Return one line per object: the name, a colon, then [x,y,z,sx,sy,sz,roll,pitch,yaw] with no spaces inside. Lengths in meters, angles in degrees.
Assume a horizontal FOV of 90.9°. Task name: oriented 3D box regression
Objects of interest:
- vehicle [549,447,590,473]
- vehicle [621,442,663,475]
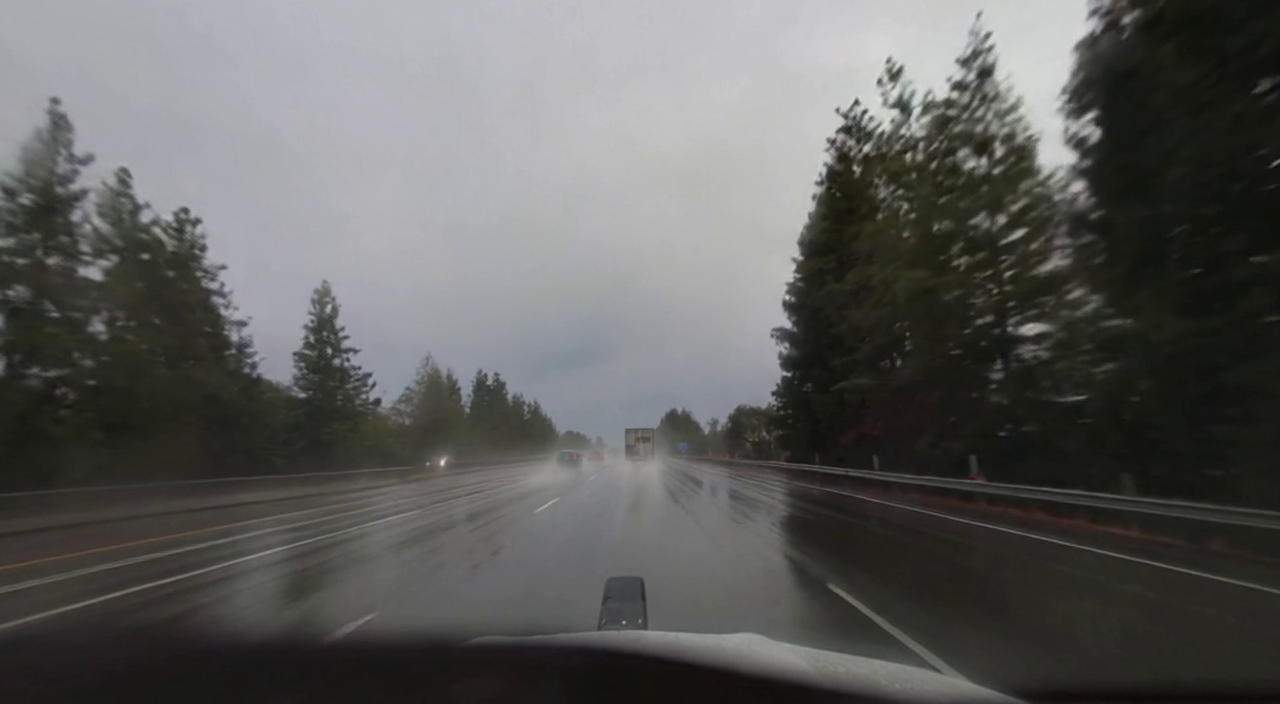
vehicle: [-4.290,6.651,38.985,2.031,1.482,4.248,0,-9,0]
vehicle: [0.089,5.770,34.297,2.172,1.687,3.929,0,-9,0]
